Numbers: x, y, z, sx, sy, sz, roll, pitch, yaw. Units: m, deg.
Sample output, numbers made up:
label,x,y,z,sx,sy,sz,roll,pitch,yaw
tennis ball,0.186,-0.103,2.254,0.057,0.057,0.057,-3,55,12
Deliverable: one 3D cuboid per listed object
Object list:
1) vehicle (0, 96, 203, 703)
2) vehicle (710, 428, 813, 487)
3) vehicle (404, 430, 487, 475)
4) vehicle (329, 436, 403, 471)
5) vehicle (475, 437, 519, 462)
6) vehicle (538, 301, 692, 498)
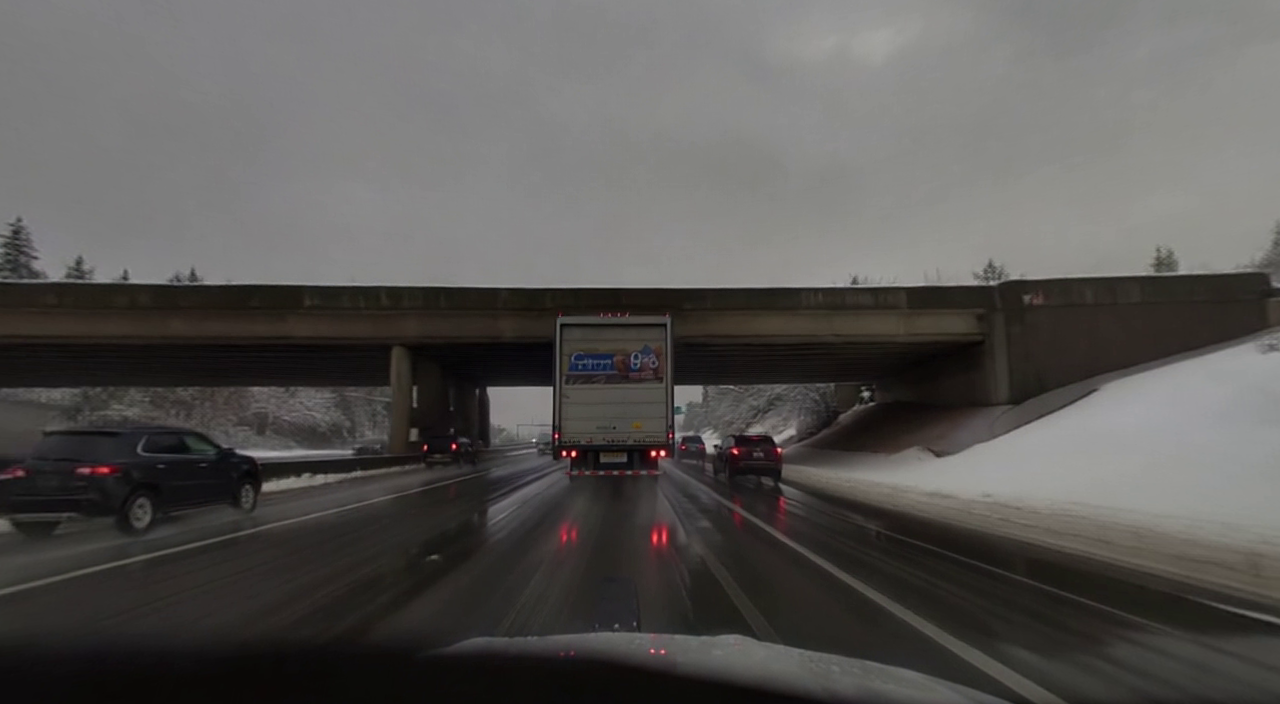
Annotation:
label,x,y,z,sx,sy,sz,roll,pitch,yaw
vehicle,-3.677,0.120,0.504,2.660,2.637,5.634,0,-8,-2
vehicle,3.466,3.101,18.927,2.003,1.519,4.580,0,-8,-3
vehicle,-8.018,4.168,26.373,2.057,1.698,4.550,0,-8,-1
vehicle,-16.564,6.122,38.324,2.198,1.938,5.197,0,-8,-1
vehicle,-8.814,6.031,39.054,1.845,1.488,3.656,0,-8,0
vehicle,-0.715,1.551,17.070,2.911,3.787,9.905,0,-8,-3
